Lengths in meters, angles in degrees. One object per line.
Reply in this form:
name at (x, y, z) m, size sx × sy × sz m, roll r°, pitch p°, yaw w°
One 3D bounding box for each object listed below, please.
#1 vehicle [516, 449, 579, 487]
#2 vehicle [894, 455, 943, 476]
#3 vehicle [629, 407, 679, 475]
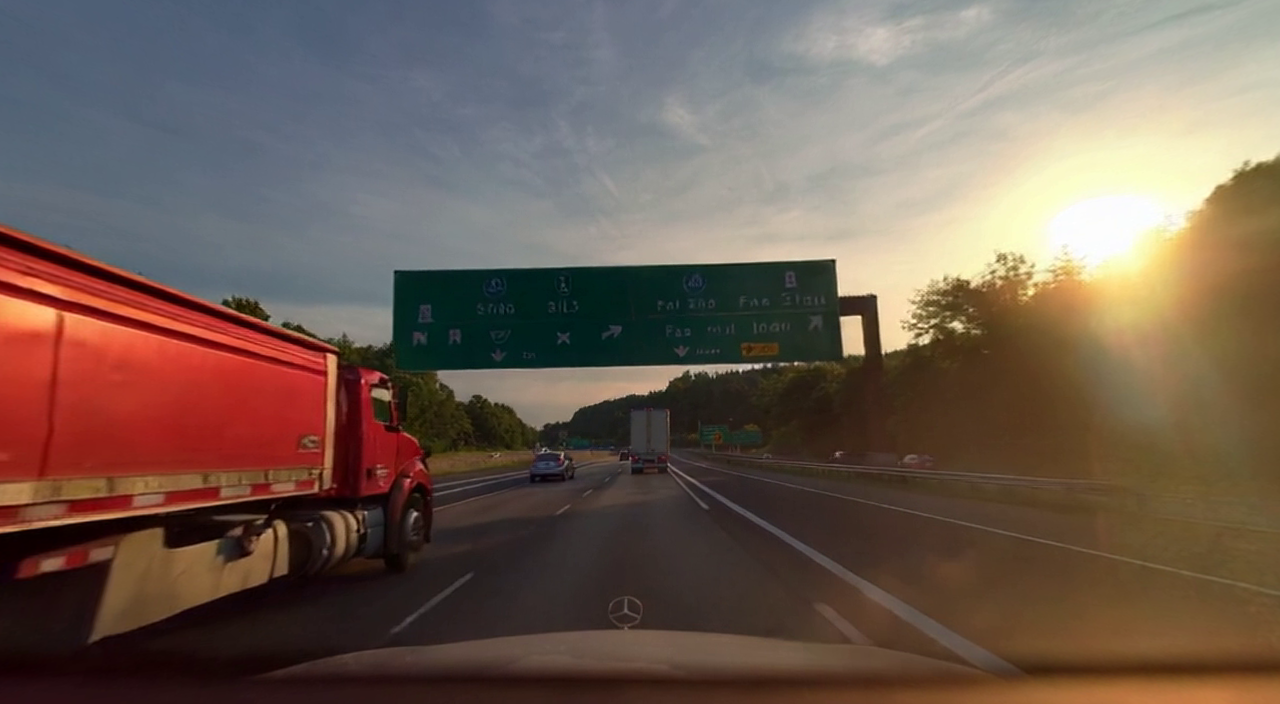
vehicle at (-3.875, 4.927, 27.146) m, size 1.931 × 1.466 × 4.458 m, roll 0°, pitch -9°, yaw 1°
vehicle at (20.314, 8.270, 46.115) m, size 1.857 × 1.407 × 3.719 m, roll 0°, pitch -9°, yaw 0°
vehicle at (0.976, 6.179, 43.447) m, size 3.022 × 4.072 × 10.318 m, roll 0°, pitch -9°, yaw 2°
